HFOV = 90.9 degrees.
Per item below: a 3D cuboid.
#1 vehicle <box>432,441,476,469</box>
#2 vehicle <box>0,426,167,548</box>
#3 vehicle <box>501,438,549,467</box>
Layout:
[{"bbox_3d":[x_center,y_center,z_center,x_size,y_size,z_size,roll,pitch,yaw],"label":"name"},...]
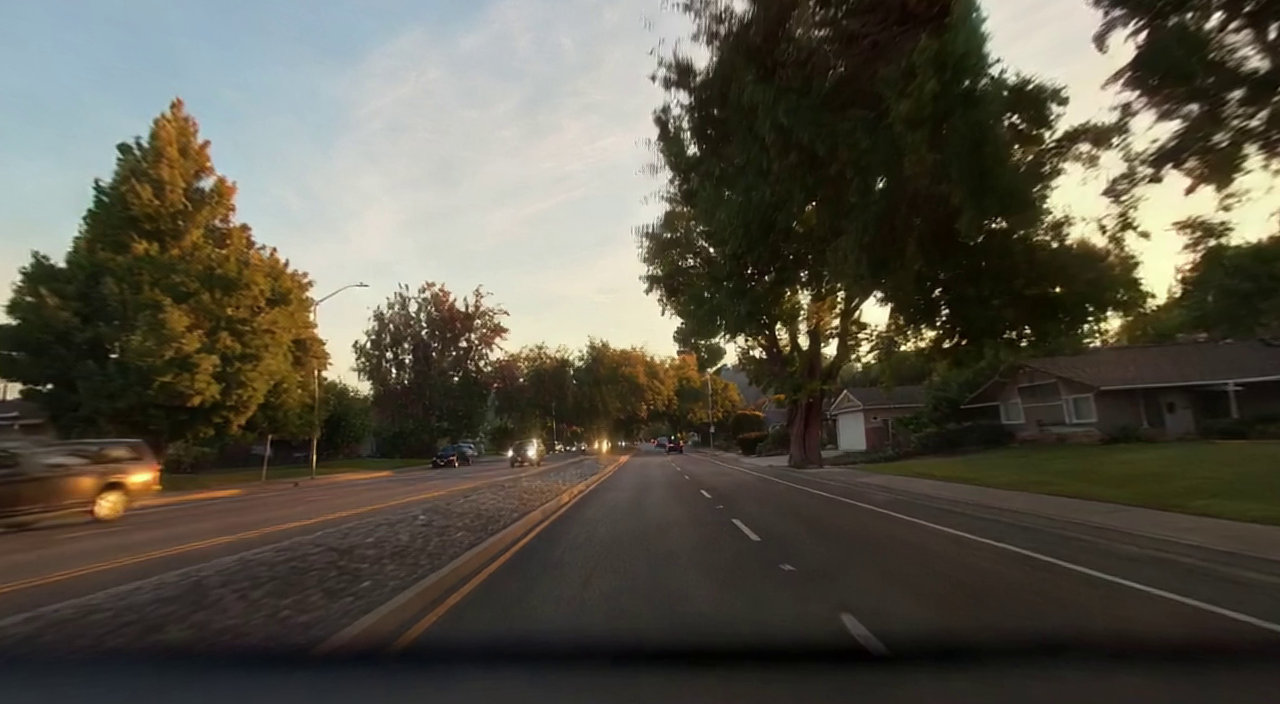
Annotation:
[{"bbox_3d":[-14.062,7.758,47.875,2.058,1.779,4.768,-3,-6,-3],"label":"vehicle"},{"bbox_3d":[-10.847,2.178,10.357,2.143,1.848,4.939,-1,-8,2],"label":"vehicle"},{"bbox_3d":[-6.716,5.901,37.218,1.943,1.623,4.190,0,-8,2],"label":"vehicle"}]
